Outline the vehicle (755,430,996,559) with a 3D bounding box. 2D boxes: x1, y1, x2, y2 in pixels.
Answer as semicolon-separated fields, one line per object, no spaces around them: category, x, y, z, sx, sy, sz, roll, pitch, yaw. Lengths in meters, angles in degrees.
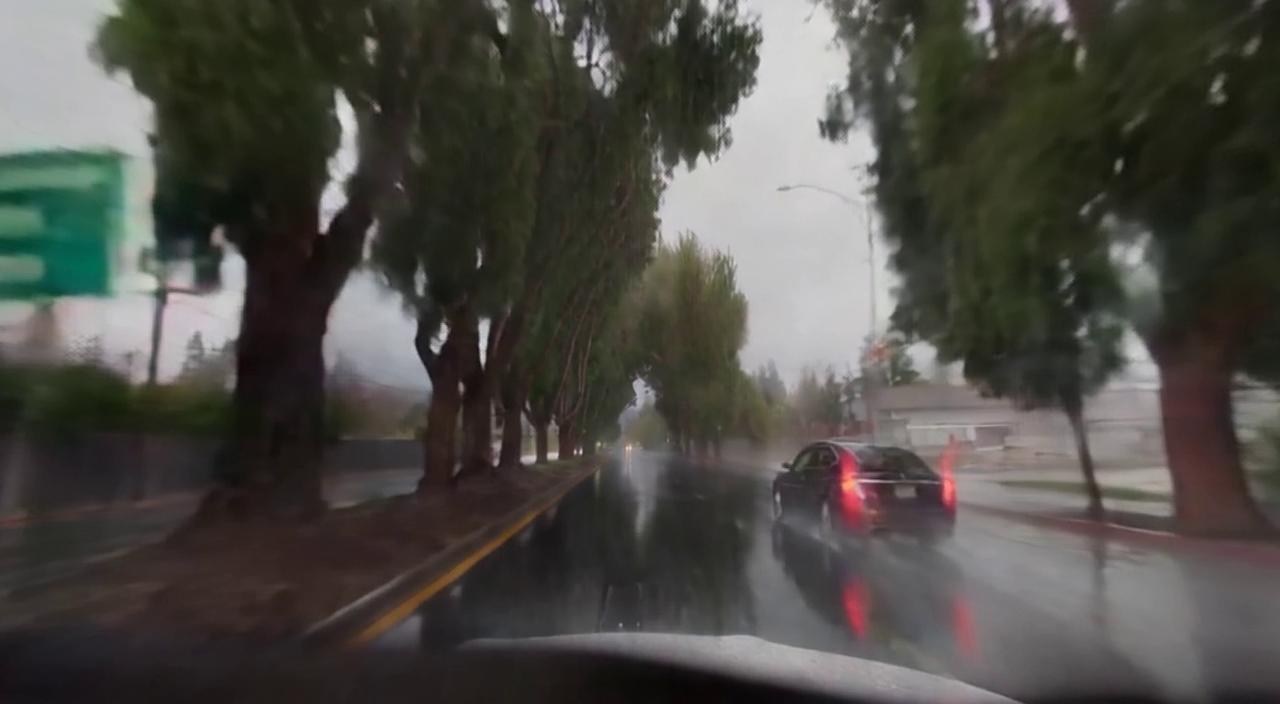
vehicle;3.224;2.040;9.779;1.985;1.529;4.316;0;-9;-1
